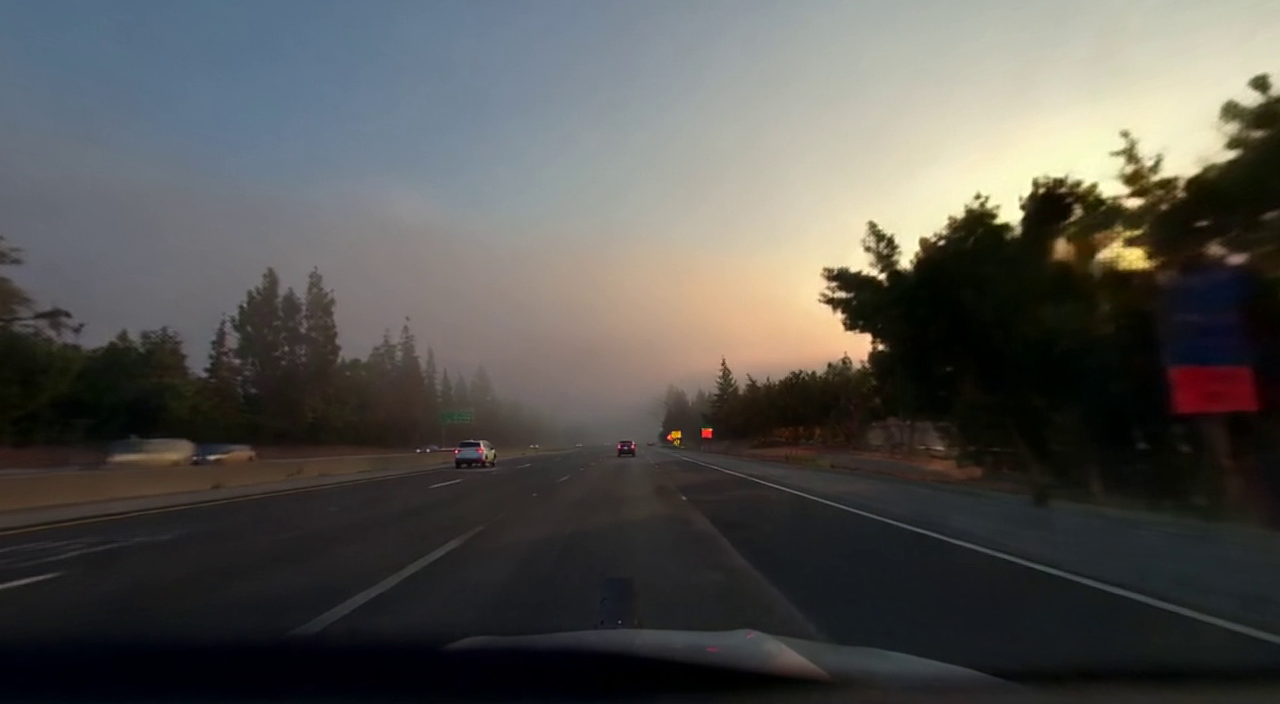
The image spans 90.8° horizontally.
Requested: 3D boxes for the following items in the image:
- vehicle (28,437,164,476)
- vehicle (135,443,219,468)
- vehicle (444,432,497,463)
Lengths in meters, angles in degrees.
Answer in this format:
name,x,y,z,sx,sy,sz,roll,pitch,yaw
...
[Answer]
name,x,y,z,sx,sy,sz,roll,pitch,yaw
vehicle,-22.672,4.361,26.562,1.829,1.513,4.359,0,-8,0
vehicle,-29.685,6.618,40.695,2.006,1.502,4.605,0,-8,-1
vehicle,-11.592,6.581,43.579,2.270,1.936,5.190,0,-8,0
